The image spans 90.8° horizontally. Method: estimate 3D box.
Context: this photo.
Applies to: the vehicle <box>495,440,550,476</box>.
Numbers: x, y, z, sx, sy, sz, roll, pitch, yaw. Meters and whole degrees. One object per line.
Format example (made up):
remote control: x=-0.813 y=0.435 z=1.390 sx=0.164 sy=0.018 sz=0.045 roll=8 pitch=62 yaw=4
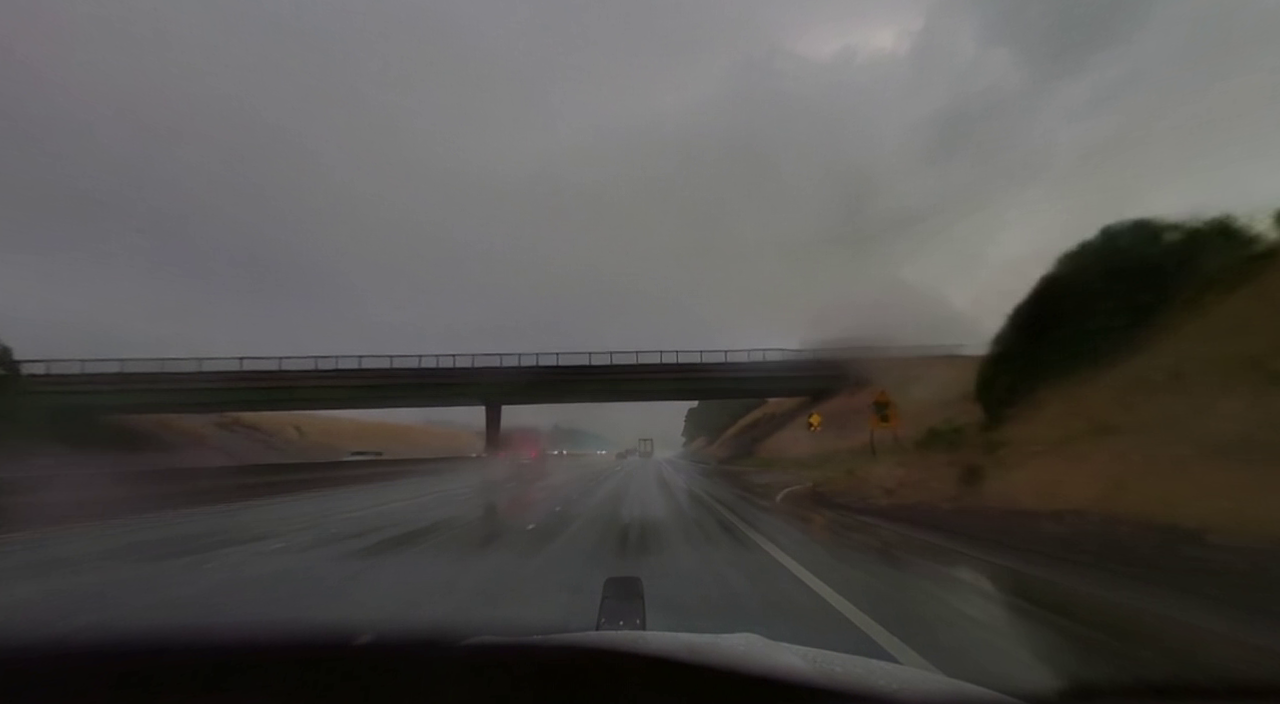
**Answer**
vehicle: x=-6.791 y=6.197 z=37.130 sx=2.232 sy=1.947 sz=5.180 roll=0 pitch=-9 yaw=0
